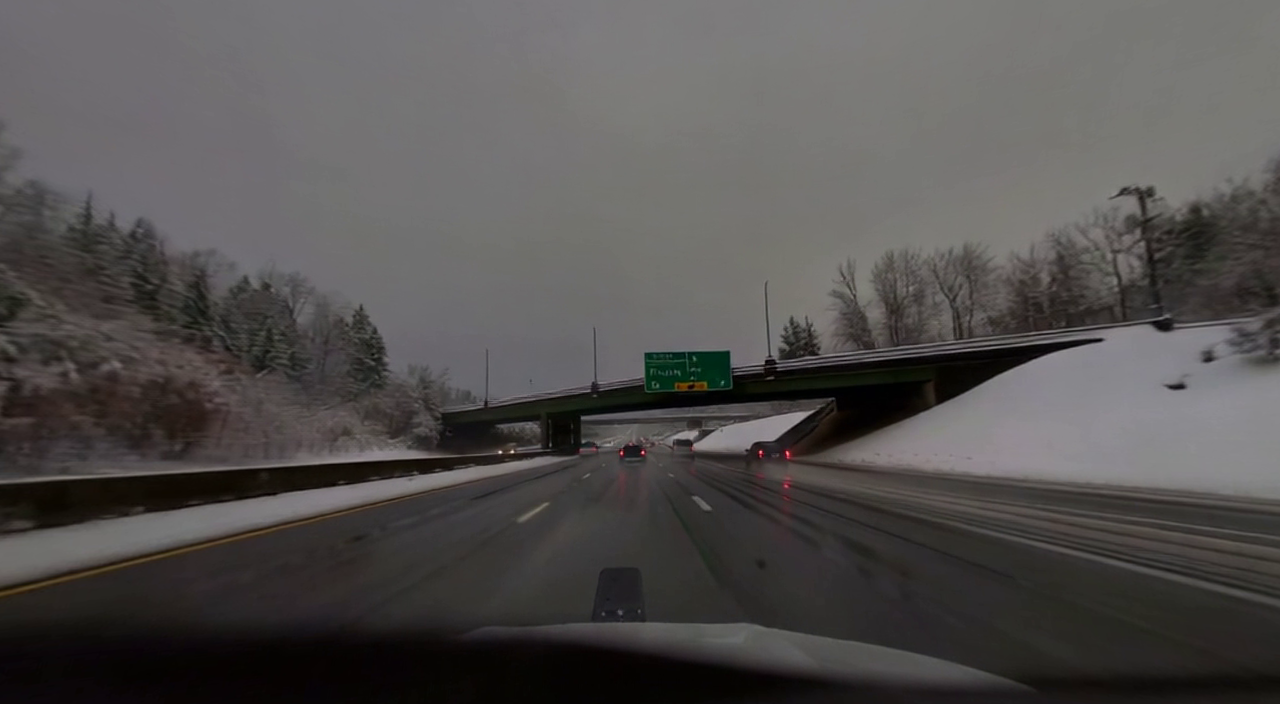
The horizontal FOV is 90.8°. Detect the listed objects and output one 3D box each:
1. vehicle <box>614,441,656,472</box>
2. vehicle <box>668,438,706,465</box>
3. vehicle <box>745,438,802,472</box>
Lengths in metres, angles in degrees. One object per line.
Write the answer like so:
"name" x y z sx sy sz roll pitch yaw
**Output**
"vehicle" -0.272 5.385 32.743 2.075 1.486 4.007 0 -8 -1
"vehicle" 3.254 7.048 44.927 2.177 1.831 4.766 0 -8 -2
"vehicle" 6.788 5.269 32.549 1.936 1.625 3.991 0 -8 -1
